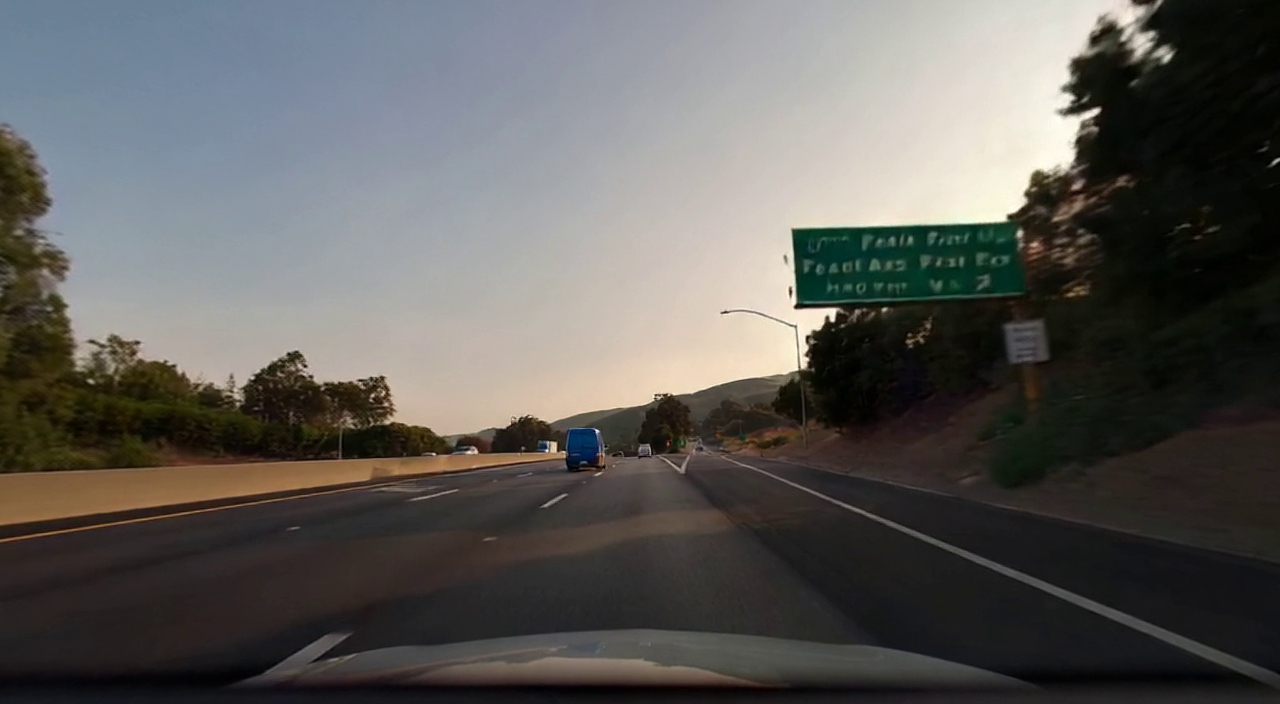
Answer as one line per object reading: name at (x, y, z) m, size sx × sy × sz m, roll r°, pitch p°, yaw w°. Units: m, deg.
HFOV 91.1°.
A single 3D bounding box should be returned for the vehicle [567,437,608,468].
vehicle at (-3.233, 6.289, 39.433) m, size 2.169 × 1.849 × 4.639 m, roll 0°, pitch -8°, yaw 0°
